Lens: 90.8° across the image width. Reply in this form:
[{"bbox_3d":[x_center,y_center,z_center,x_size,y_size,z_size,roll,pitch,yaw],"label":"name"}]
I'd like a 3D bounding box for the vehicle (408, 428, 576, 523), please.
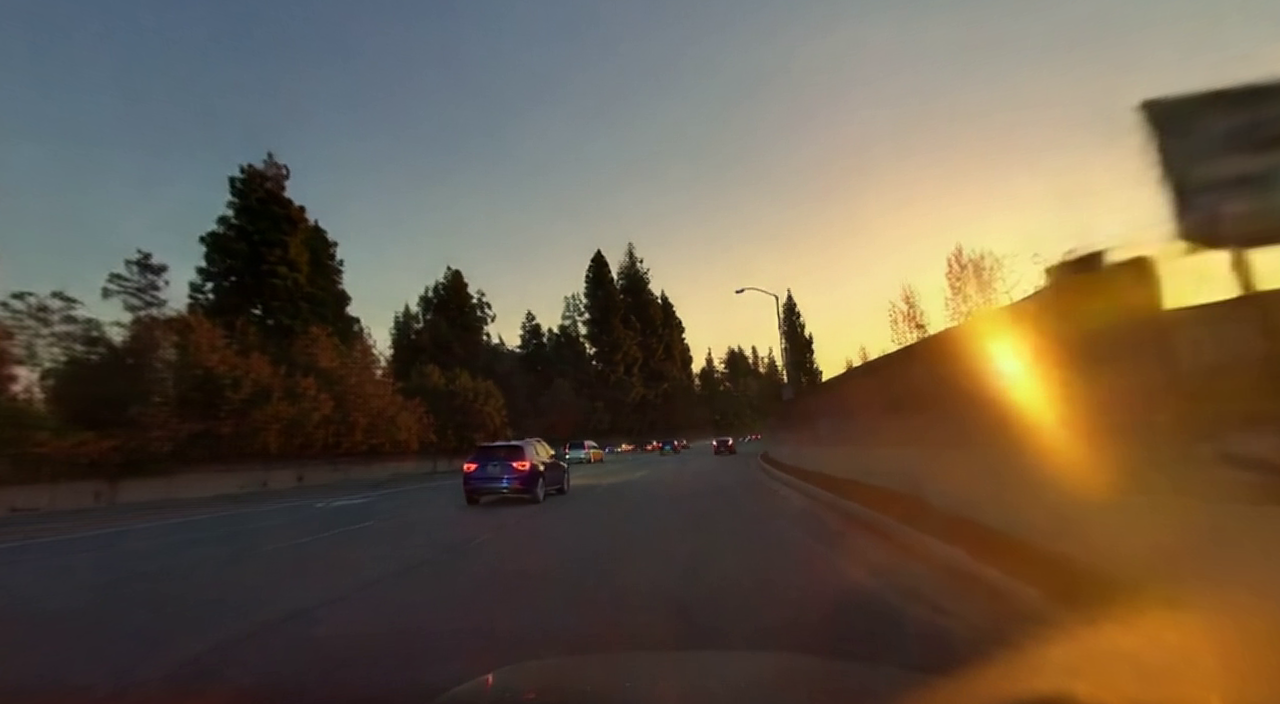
[{"bbox_3d":[-2.870,2.540,13.535,2.082,1.638,4.644,-2,-8,6],"label":"vehicle"}]

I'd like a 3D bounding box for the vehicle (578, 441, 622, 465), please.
[{"bbox_3d":[-2.531,6.566,41.103,1.860,1.442,4.332,-2,-9,11],"label":"vehicle"}]
